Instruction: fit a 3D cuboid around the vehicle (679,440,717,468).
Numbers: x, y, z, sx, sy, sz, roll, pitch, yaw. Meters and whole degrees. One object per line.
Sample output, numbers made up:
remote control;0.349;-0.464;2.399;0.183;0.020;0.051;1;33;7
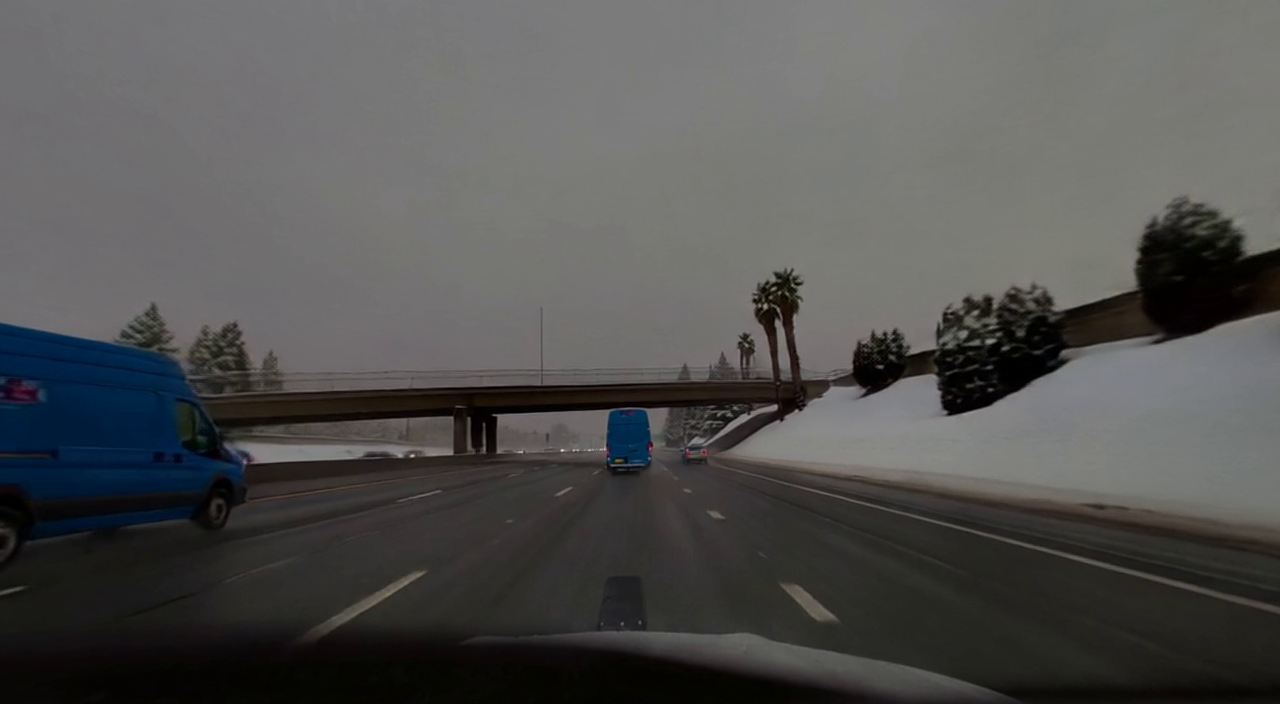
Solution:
vehicle;3.548;6.306;39.074;1.987;1.648;3.984;0;-9;-1

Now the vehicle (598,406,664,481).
vehicle;-0.235;3.868;26.498;2.476;2.776;5.598;0;-9;2

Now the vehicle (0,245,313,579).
vehicle;-7.656;0.989;8.282;2.965;3.178;7.188;-2;-9;-1
